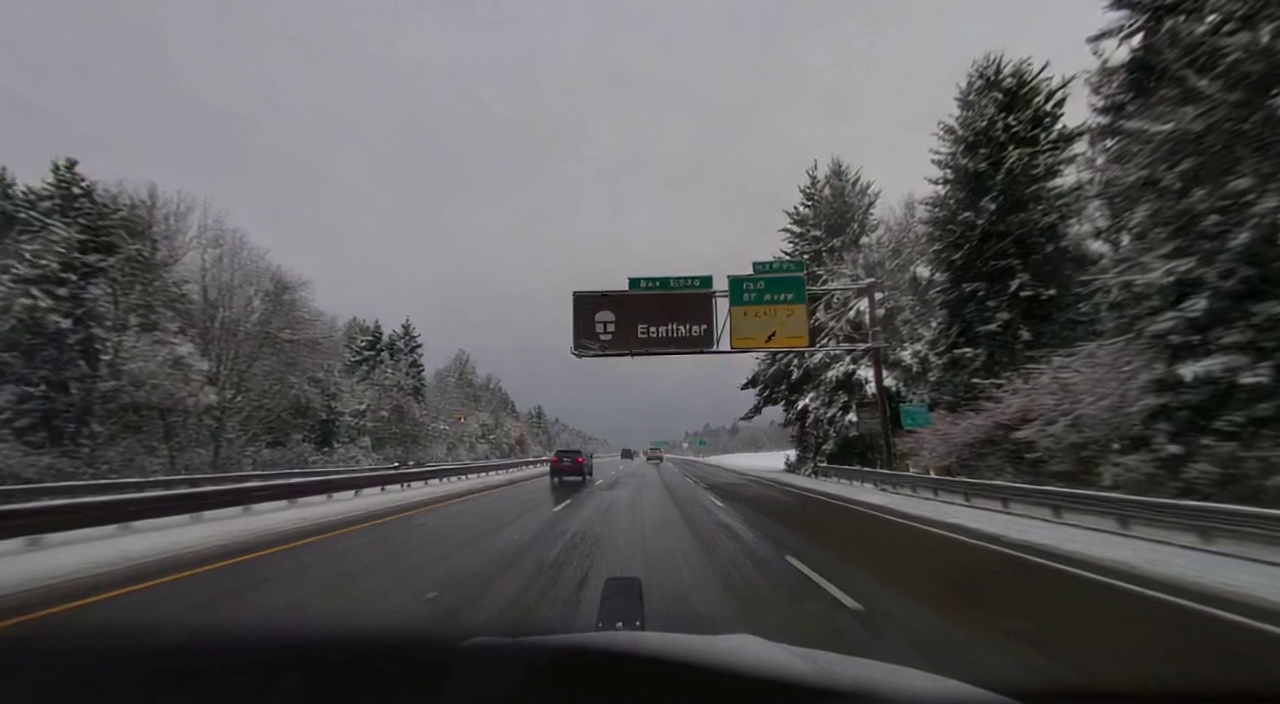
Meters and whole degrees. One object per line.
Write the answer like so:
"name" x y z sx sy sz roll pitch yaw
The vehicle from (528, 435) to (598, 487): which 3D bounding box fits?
"vehicle" -2.918 4.258 24.986 2.143 1.853 4.123 -1 -9 2
